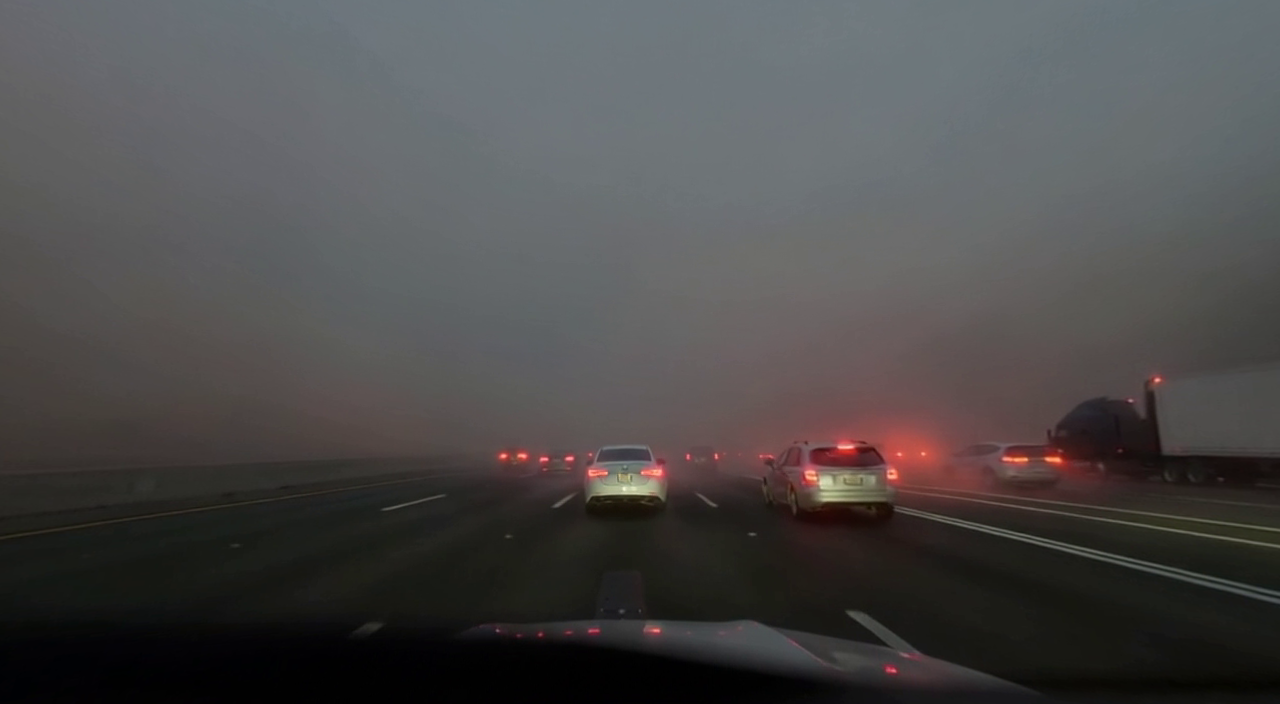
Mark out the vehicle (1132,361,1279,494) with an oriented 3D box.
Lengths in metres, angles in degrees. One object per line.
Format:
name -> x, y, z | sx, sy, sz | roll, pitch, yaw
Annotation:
vehicle -> 21.374, 2.285, 19.138 | 2.970, 4.079, 10.086 | 3, -9, -14

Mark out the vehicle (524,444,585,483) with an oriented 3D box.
vehicle -> -3.630, 4.836, 27.510 | 1.926, 1.542, 4.329 | 0, -9, 1

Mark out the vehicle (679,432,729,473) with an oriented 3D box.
vehicle -> 3.809, 6.158, 38.576 | 2.440, 2.313, 5.266 | 0, -9, 0

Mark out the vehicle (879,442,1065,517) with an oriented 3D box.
vehicle -> 7.618, 2.937, 15.084 | 2.021, 1.505, 4.480 | 0, -9, 0

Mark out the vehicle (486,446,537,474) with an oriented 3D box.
vehicle -> -7.786, 6.606, 38.740 | 2.032, 1.549, 4.850 | 0, -9, 1

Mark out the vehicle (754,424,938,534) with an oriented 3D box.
vehicle -> 3.543, 2.267, 11.804 | 2.053, 1.666, 4.106 | 0, -9, 0

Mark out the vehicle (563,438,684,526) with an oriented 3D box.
vehicle -> -0.260, 2.598, 13.122 | 2.132, 1.499, 4.038 | 0, -9, 1
